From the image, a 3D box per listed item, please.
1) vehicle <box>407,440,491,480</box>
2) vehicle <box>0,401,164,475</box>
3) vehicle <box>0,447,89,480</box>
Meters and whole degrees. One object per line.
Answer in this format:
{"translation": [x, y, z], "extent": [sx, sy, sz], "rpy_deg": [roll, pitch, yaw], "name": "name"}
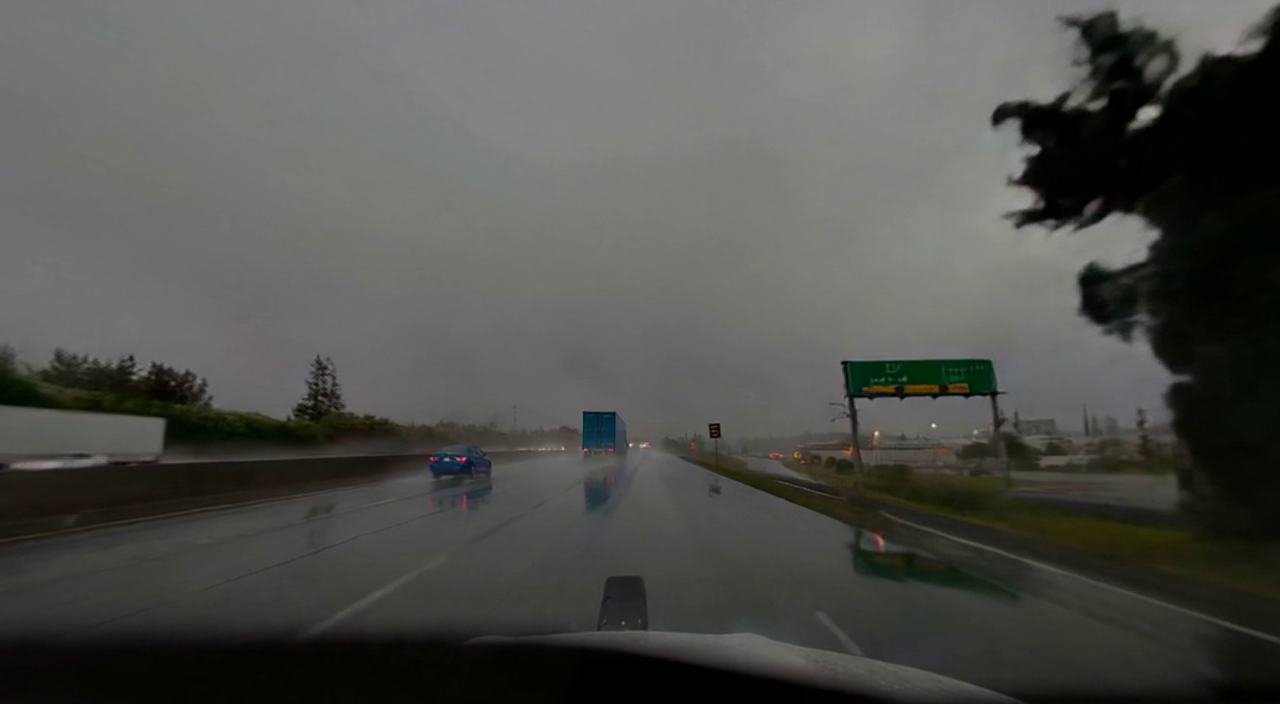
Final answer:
{"translation": [-7.718, 4.385, 25.895], "extent": [1.901, 1.467, 4.629], "rpy_deg": [0, -8, 1], "name": "vehicle"}
{"translation": [-36.565, 5.174, 37.678], "extent": [2.874, 4.045, 16.491], "rpy_deg": [0, -8, 1], "name": "vehicle"}
{"translation": [-32.217, 5.852, 33.231], "extent": [1.814, 1.504, 4.686], "rpy_deg": [0, -8, 0], "name": "vehicle"}
